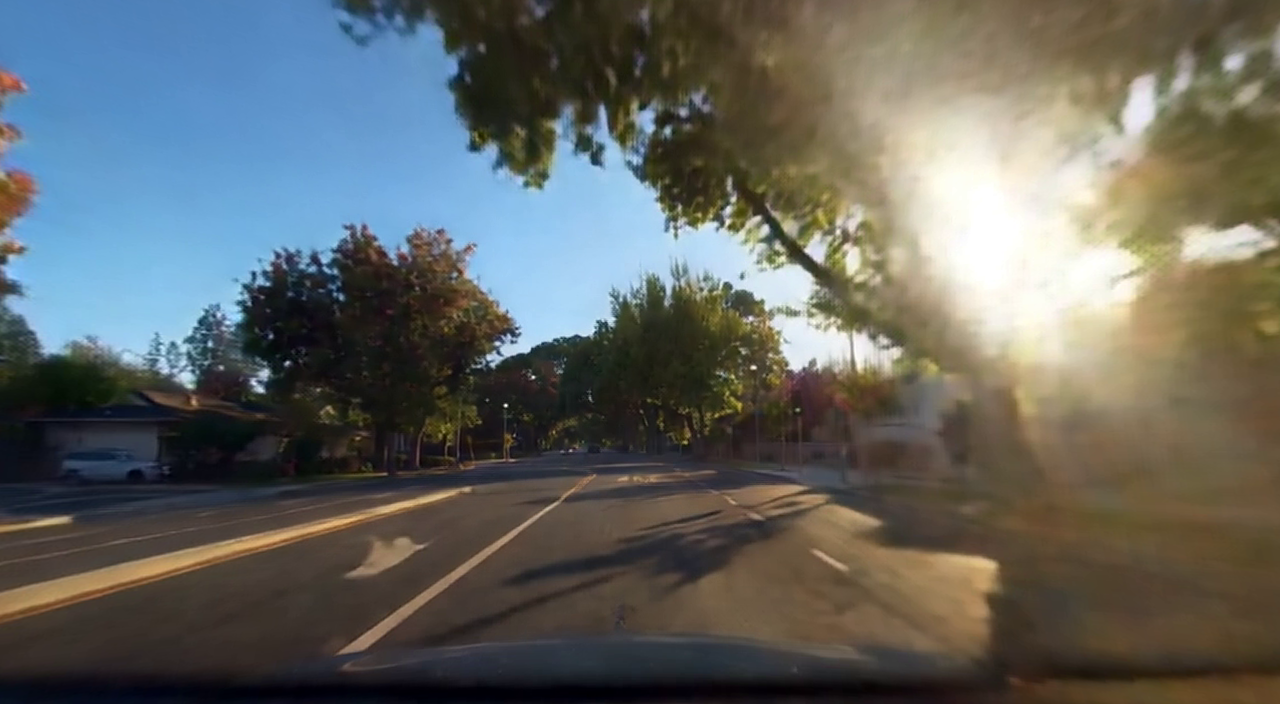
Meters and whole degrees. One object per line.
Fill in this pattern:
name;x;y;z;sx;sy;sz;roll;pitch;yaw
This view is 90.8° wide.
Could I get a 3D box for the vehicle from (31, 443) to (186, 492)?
vehicle;-23.215;5.003;28.044;2.192;1.901;5.889;1;-8;-6
